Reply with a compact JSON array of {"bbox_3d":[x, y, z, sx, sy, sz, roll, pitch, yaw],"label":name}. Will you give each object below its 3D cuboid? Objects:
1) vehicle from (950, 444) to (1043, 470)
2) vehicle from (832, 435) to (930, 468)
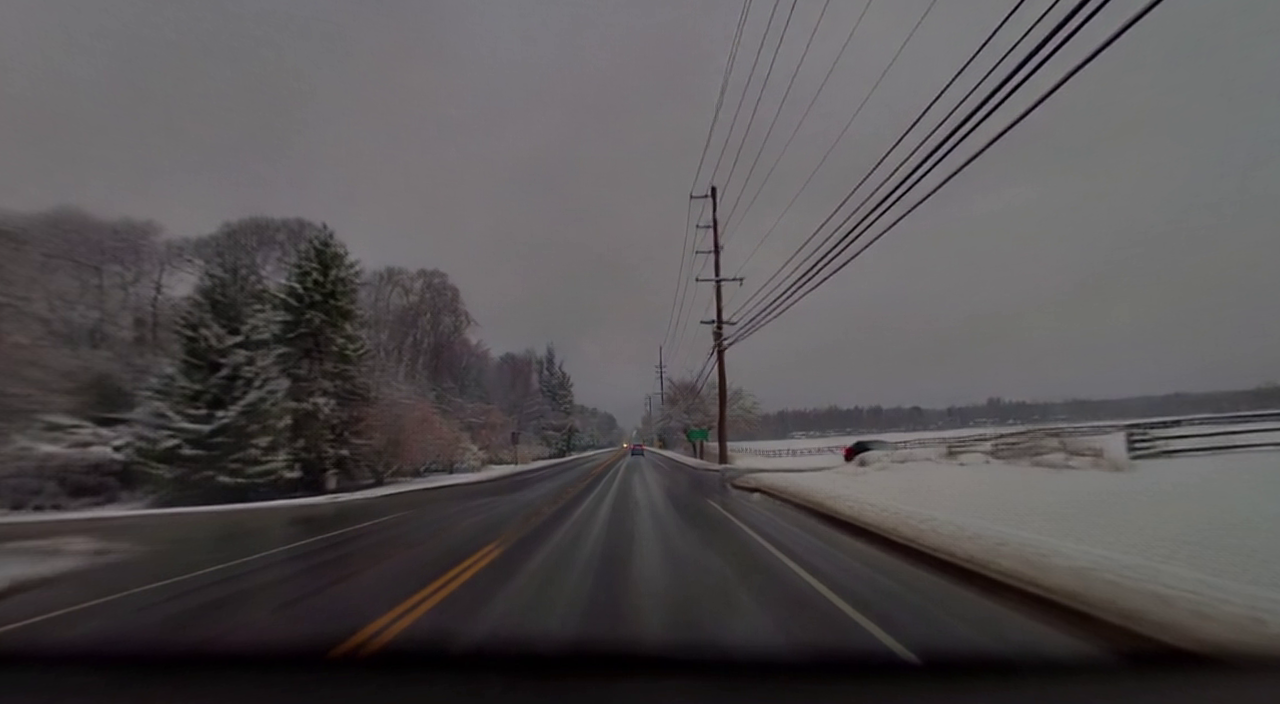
[{"bbox_3d":[21.761,6.457,38.579,4.438,1.499,1.909,-1,-10,4],"label":"vehicle"},{"bbox_3d":[15.855,6.578,41.780,5.494,2.011,2.421,-2,-9,5],"label":"vehicle"}]
